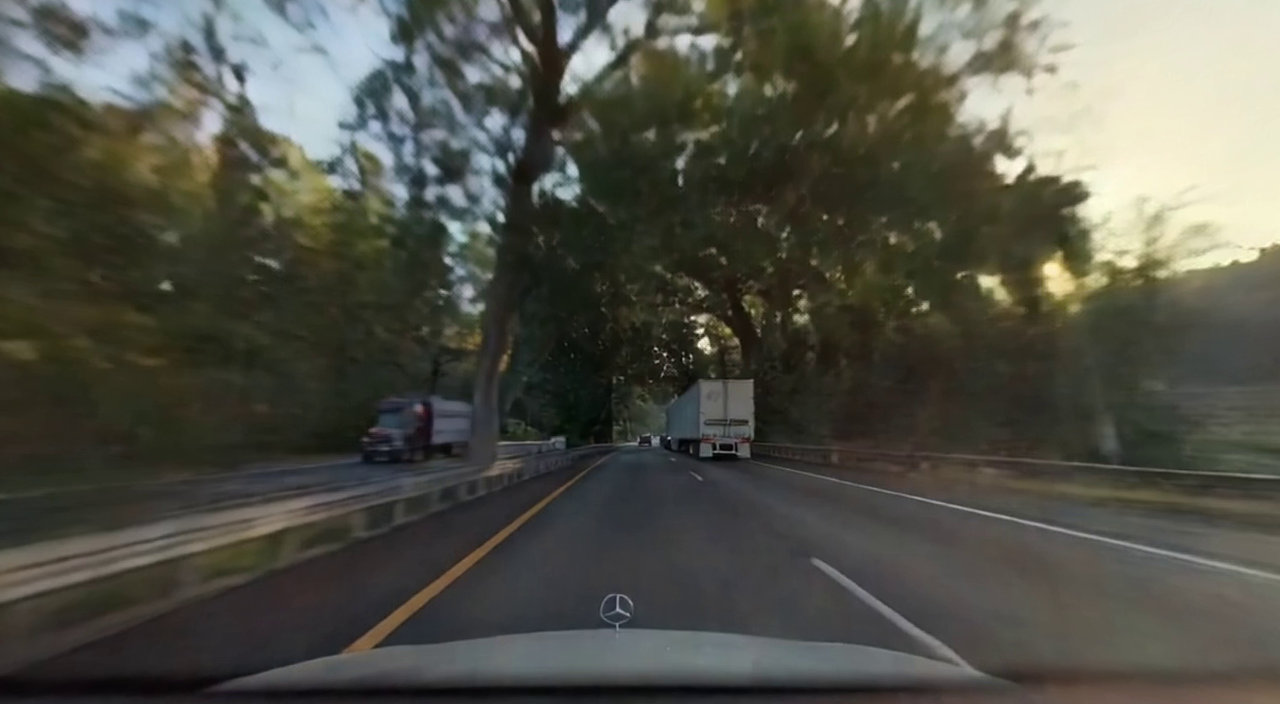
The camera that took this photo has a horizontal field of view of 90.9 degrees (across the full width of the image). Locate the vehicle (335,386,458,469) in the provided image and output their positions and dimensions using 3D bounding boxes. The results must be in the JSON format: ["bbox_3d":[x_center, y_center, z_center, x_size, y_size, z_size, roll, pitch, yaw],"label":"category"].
[{"bbox_3d":[-13.357,4.364,35.934,2.993,4.037,10.349,0,-7,-1],"label":"vehicle"}]

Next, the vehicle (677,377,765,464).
[{"bbox_3d":[4.154,4.082,36.176,2.951,4.007,13.976,0,-7,-1],"label":"vehicle"}]
